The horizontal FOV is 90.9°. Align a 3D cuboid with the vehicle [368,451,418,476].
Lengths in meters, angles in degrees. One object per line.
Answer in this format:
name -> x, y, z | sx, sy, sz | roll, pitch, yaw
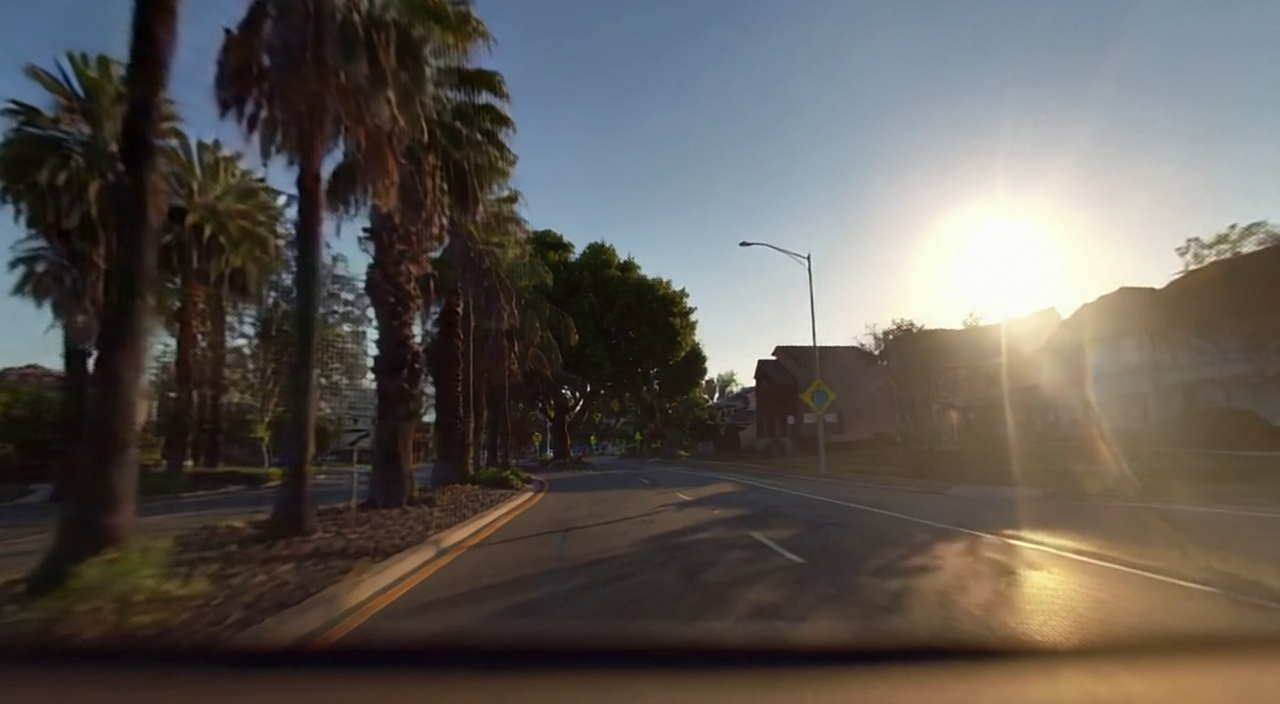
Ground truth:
vehicle -> -15.801, 7.117, 40.523 | 1.965, 1.492, 4.498 | 1, -9, -8
